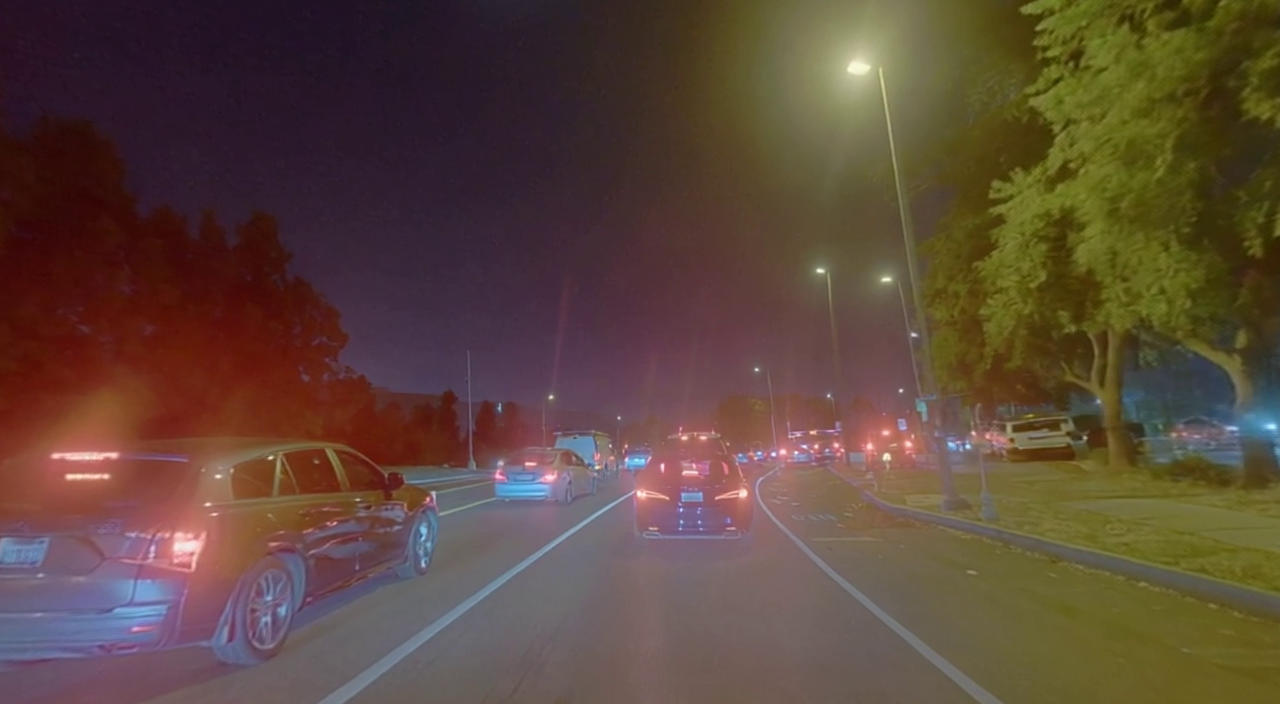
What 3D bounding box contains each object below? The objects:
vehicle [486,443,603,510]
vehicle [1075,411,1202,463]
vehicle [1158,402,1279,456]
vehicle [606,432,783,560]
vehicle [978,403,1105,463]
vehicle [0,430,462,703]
[{"bbox_3d":[-2.282,3.121,16.291,1.870,1.490,4.187,-1,-9,8],"label":"vehicle"},{"bbox_3d":[17.427,3.009,22.285,1.803,1.518,3.893,-7,-9,12],"label":"vehicle"},{"bbox_3d":[20.251,2.673,21.723,1.902,1.529,3.937,-8,-9,12],"label":"vehicle"},{"bbox_3d":[0.815,2.064,9.794,2.142,1.528,4.133,-1,-9,5],"label":"vehicle"},{"bbox_3d":[14.271,2.984,22.759,2.288,1.933,4.612,-2,-9,12],"label":"vehicle"},{"bbox_3d":[-3.232,1.498,5.458,1.940,1.502,4.241,-1,-9,3],"label":"vehicle"}]
